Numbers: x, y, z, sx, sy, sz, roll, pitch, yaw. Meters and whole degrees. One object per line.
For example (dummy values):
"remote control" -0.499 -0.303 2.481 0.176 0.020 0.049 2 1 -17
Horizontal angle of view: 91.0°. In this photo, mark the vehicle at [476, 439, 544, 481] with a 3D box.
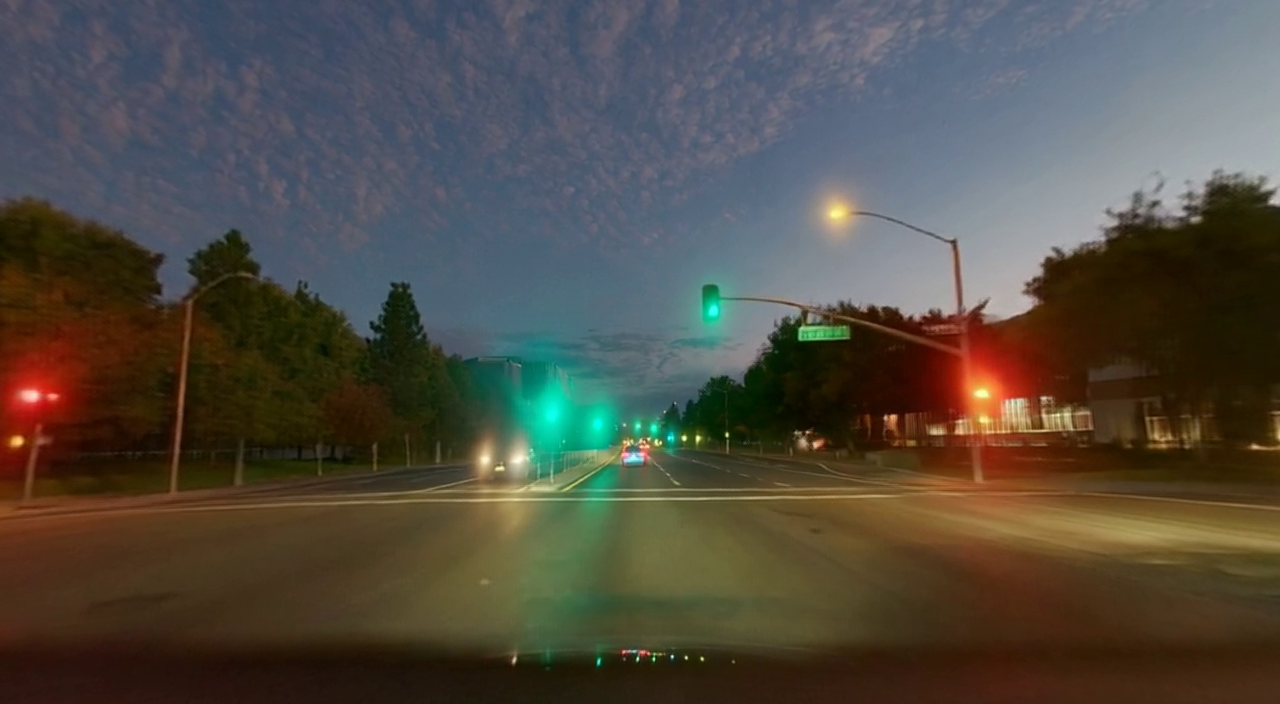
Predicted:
"vehicle" -5.467 4.590 27.020 2.016 1.631 4.148 0 -9 0

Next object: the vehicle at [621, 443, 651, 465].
"vehicle" -0.307 7.254 44.914 2.064 1.477 3.968 0 -9 -1
